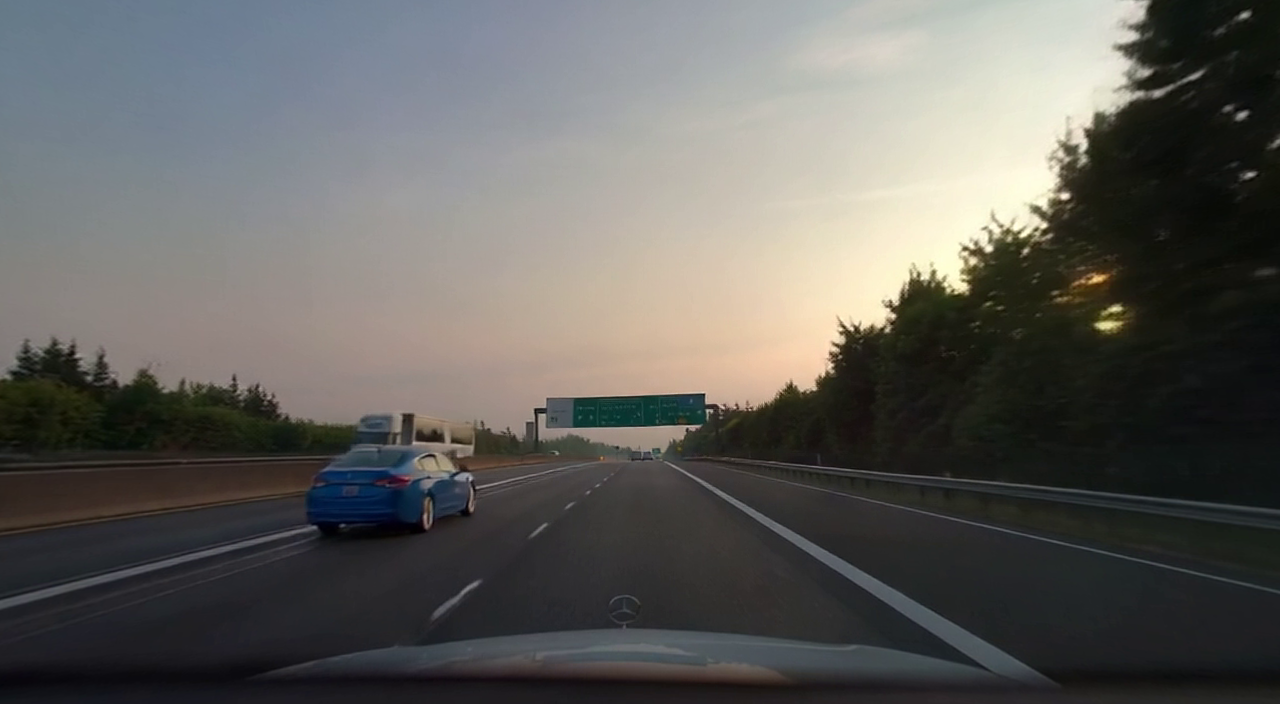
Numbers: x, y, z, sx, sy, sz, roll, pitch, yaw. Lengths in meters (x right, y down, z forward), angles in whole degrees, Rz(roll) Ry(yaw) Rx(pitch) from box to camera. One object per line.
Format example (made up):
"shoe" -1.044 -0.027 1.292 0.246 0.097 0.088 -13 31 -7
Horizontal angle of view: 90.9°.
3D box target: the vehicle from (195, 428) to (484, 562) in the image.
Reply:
"vehicle" -4.117 2.043 9.771 2.160 1.552 4.592 0 -9 1
